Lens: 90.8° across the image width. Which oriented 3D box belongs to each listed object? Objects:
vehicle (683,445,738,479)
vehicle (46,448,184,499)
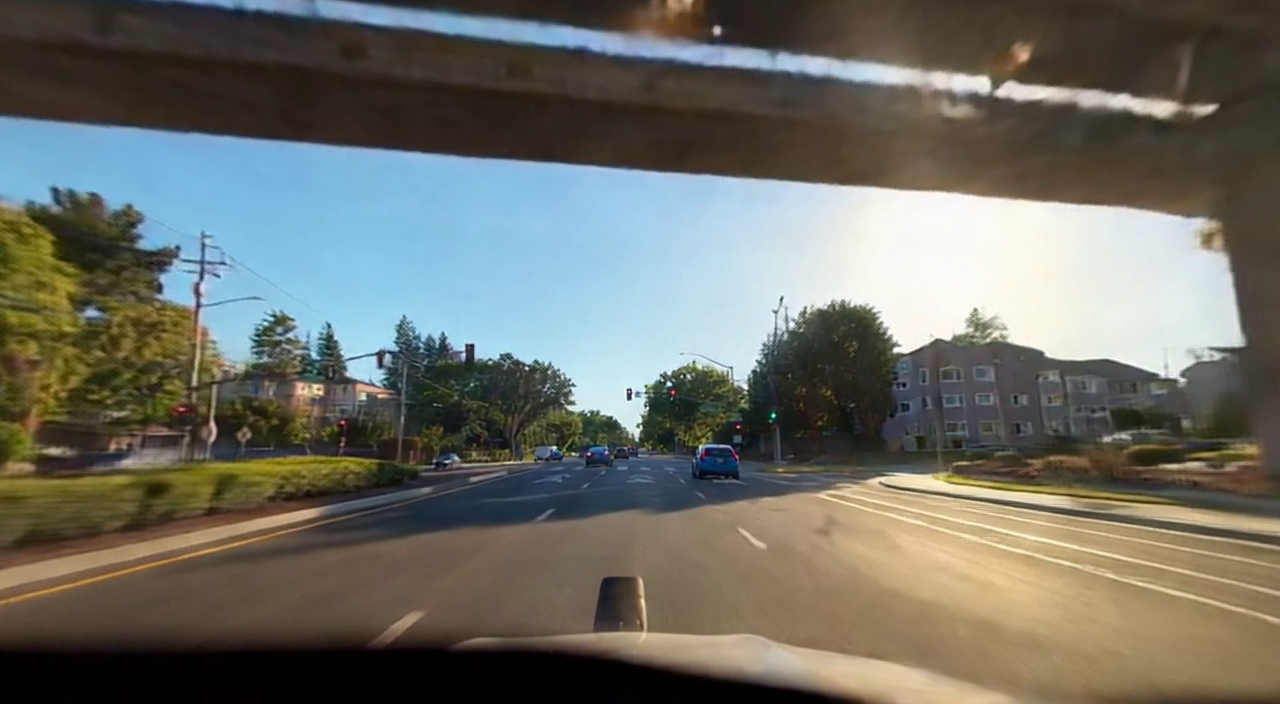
[{"bbox_3d":[3.298,5.256,30.437,2.068,1.497,4.247,0,-8,-1],"label":"vehicle"},{"bbox_3d":[-20.542,4.714,24.984,1.918,1.790,4.081,1,-8,-1],"label":"vehicle"}]
